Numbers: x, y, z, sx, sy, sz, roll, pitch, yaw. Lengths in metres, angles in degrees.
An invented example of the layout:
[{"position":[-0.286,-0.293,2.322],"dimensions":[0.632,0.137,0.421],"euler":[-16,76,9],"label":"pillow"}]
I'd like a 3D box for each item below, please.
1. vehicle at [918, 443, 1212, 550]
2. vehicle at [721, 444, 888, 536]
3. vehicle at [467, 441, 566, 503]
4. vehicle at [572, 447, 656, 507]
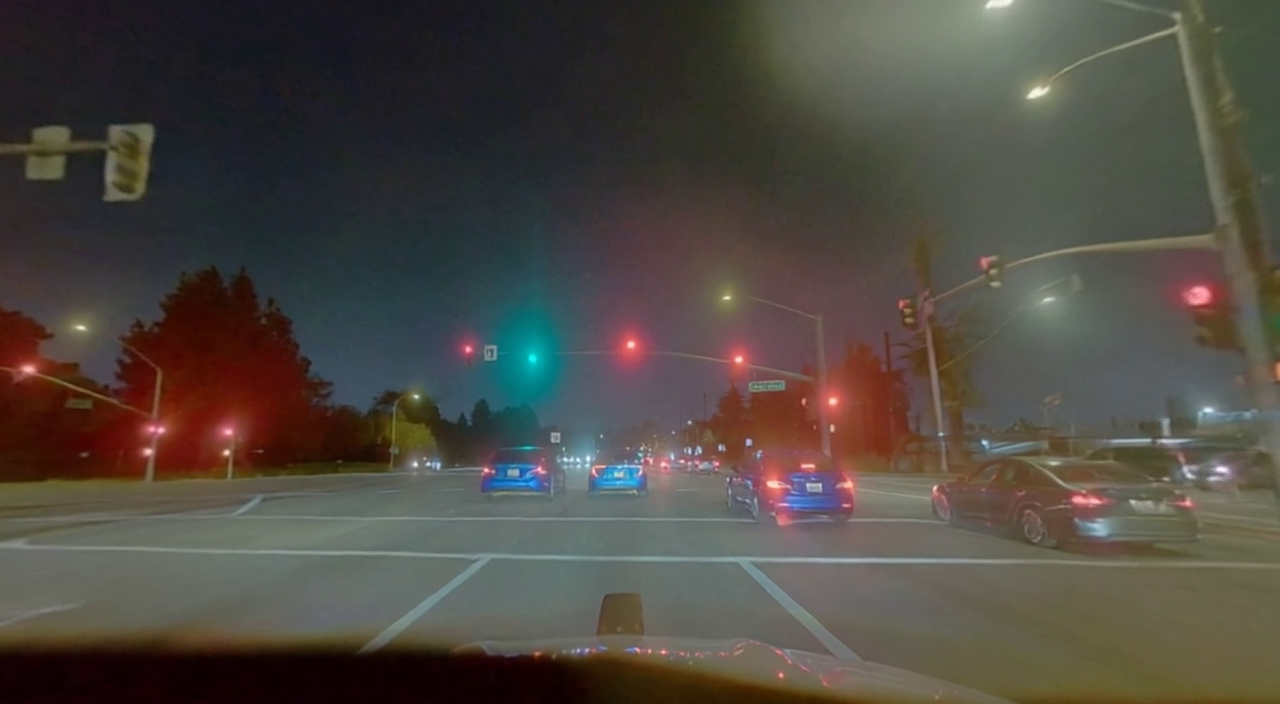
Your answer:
[{"position":[6.900,2.340,11.044],"dimensions":[2.004,1.455,4.417],"euler":[0,-8,-1],"label":"vehicle"},{"position":[3.015,2.613,12.710],"dimensions":[2.053,1.490,4.464],"euler":[0,-8,-1],"label":"vehicle"},{"position":[-3.528,3.516,18.962],"dimensions":[2.073,1.606,4.364],"euler":[0,-8,0],"label":"vehicle"},{"position":[-0.668,3.434,17.854],"dimensions":[2.065,1.464,4.216],"euler":[0,-8,-1],"label":"vehicle"}]
